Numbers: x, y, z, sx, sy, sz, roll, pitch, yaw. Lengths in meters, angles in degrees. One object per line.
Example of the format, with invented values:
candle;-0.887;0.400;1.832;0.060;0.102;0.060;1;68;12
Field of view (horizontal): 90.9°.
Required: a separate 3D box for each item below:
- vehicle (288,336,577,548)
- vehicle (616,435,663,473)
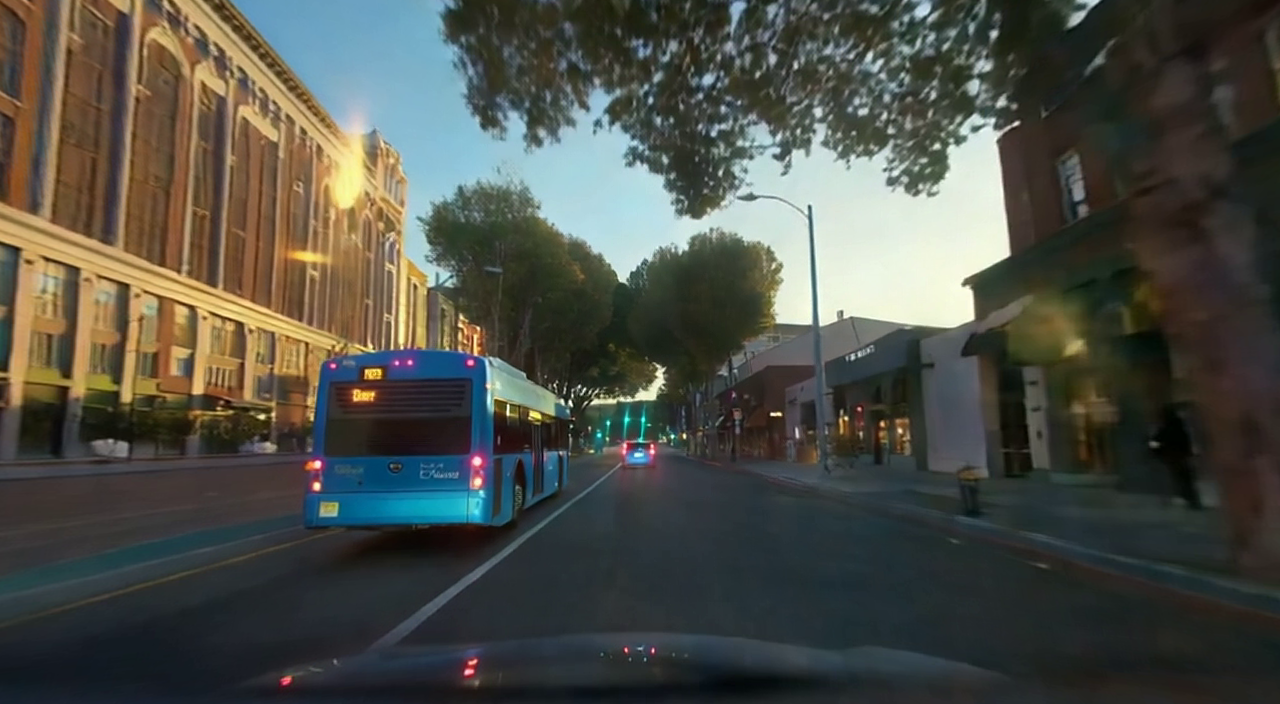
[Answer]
vehicle;-3.240;1.847;12.939;2.920;2.884;8.588;0;-8;1
vehicle;-0.016;4.960;30.756;2.120;1.727;3.917;0;-8;0
